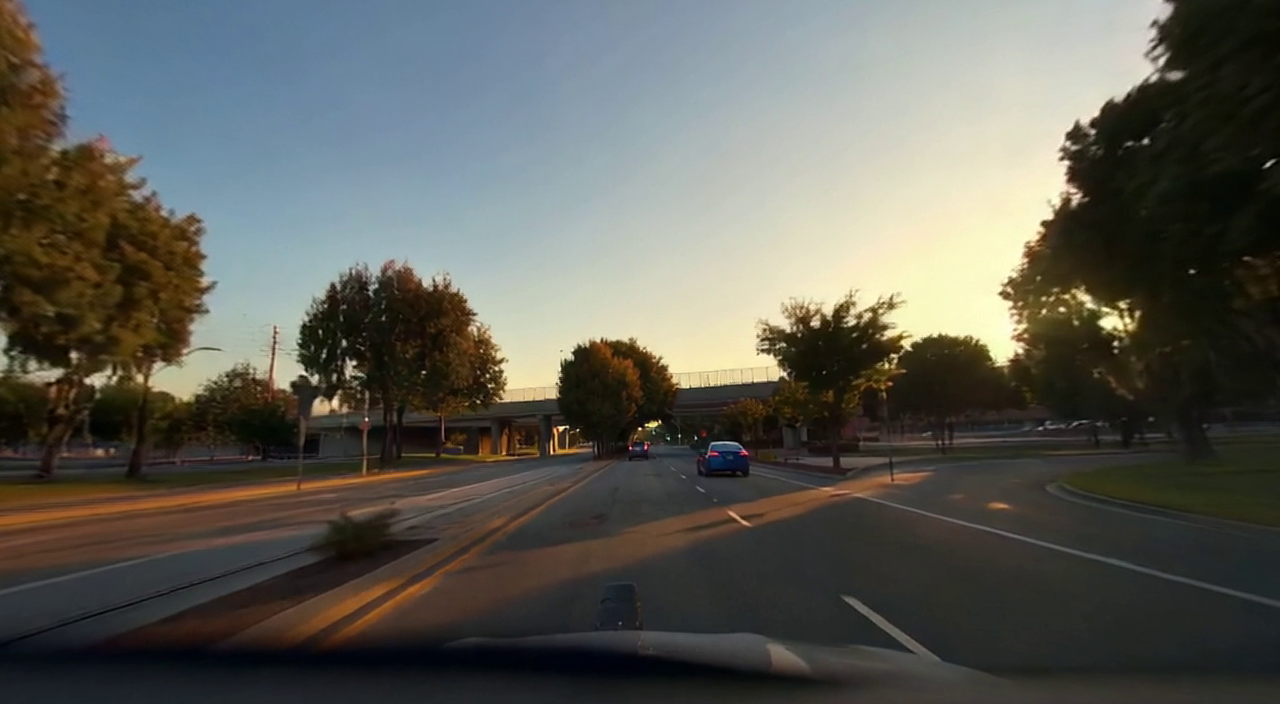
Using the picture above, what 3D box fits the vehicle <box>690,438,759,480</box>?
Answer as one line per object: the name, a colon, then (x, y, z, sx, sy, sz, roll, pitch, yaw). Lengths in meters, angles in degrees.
vehicle: (3.273, 4.245, 25.395, 2.062, 1.484, 4.332, 0, -8, -1)
